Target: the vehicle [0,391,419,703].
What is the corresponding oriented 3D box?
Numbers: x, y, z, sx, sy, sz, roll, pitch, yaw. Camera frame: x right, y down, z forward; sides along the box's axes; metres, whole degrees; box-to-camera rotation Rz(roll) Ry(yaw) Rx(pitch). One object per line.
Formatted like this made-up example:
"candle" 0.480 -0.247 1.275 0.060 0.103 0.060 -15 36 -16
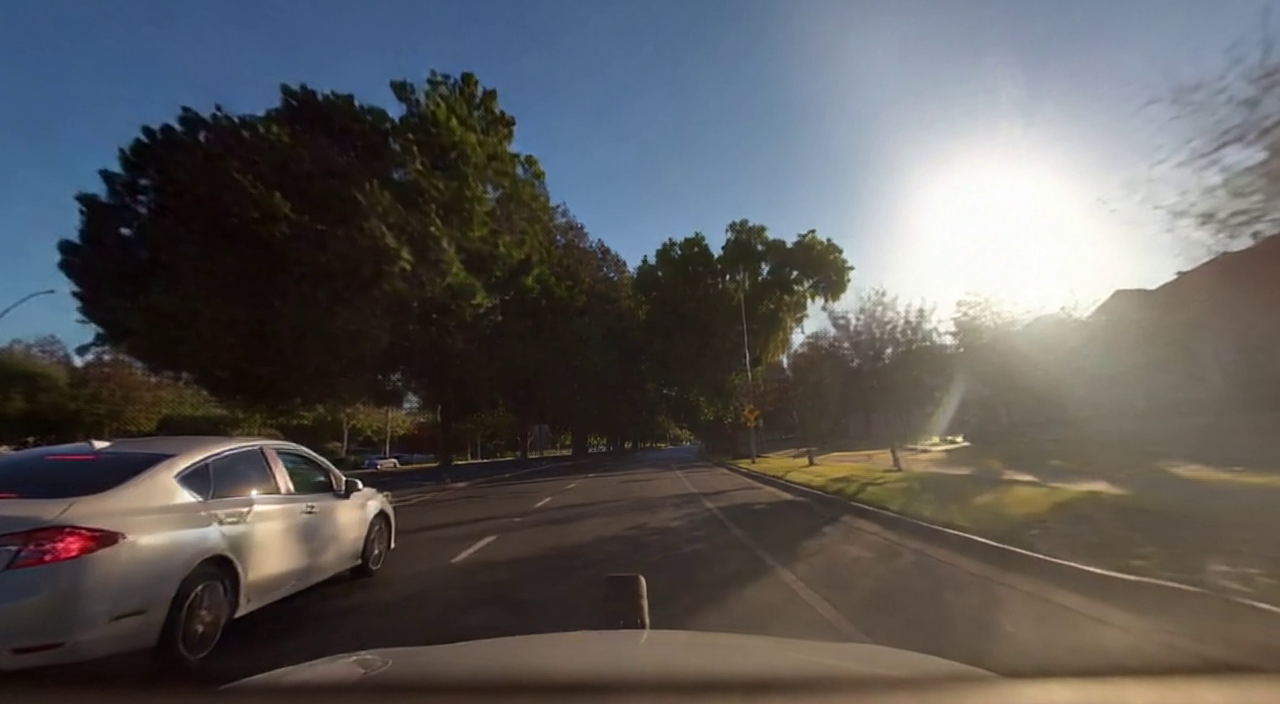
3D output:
"vehicle" -3.376 1.233 4.643 1.915 1.521 4.283 0 -8 0
